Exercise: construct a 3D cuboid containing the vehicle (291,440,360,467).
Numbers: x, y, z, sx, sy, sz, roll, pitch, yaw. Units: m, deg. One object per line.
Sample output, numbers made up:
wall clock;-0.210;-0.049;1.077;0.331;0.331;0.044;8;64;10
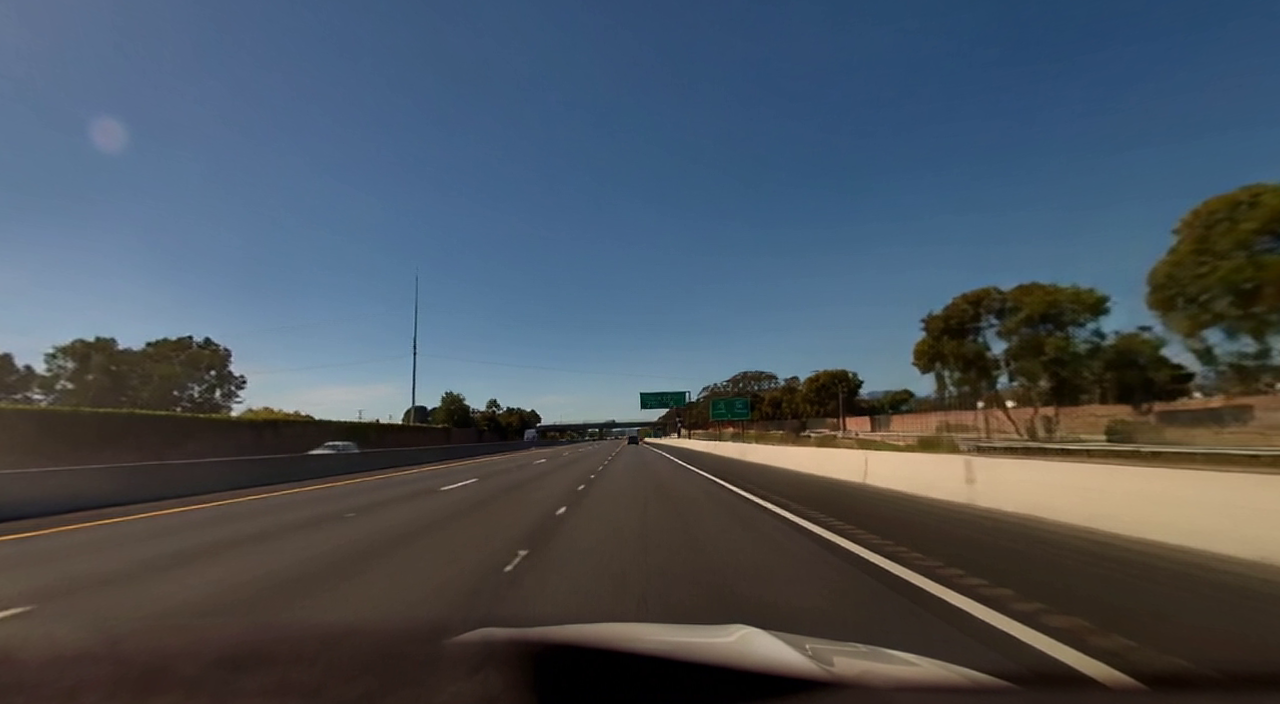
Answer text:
vehicle;-19.272;6.214;38.818;1.920;1.541;4.610;0;-8;-1
